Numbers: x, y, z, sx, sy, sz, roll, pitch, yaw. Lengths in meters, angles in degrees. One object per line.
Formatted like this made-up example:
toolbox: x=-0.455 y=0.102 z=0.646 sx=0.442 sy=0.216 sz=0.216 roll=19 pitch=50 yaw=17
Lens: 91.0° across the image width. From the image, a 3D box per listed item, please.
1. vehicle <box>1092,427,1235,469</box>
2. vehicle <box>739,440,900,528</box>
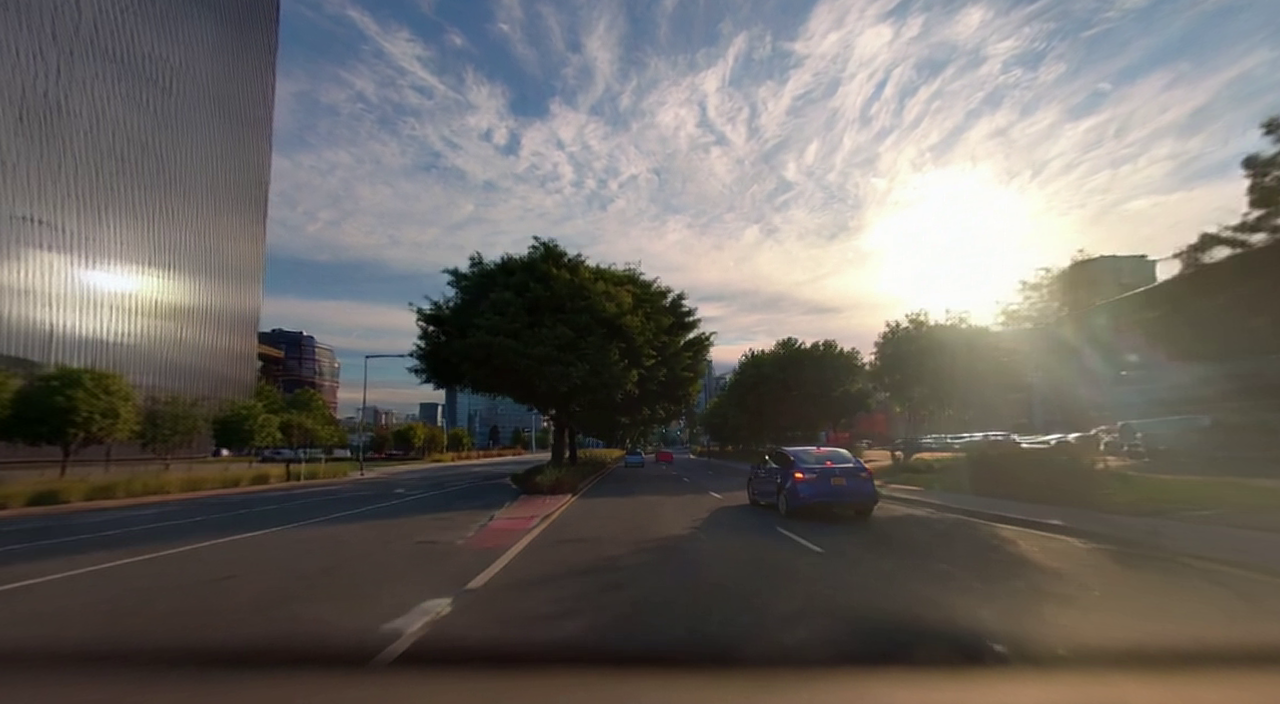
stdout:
vehicle: x=20.640 y=3.780 z=24.940 sx=3.996 sy=1.481 sz=1.853 roll=-1 pitch=-8 yaw=-1
vehicle: x=3.440 y=2.605 z=13.010 sx=1.993 sy=1.501 sz=4.127 roll=0 pitch=-9 yaw=-2
